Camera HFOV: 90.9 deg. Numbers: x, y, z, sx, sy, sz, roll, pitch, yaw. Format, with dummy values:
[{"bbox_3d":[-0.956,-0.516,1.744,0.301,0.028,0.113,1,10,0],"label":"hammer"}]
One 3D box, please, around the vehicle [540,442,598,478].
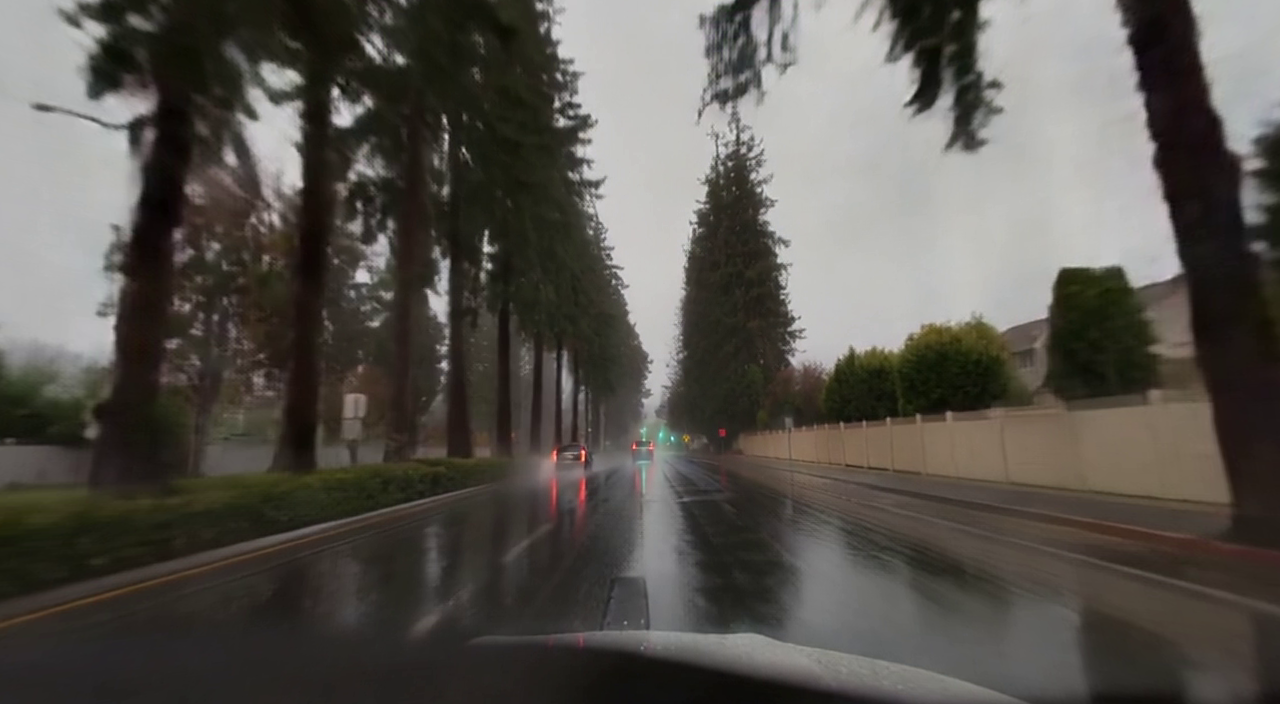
[{"bbox_3d":[-3.110,4.823,28.446,2.021,1.466,4.330,0,-9,1],"label":"vehicle"}]
